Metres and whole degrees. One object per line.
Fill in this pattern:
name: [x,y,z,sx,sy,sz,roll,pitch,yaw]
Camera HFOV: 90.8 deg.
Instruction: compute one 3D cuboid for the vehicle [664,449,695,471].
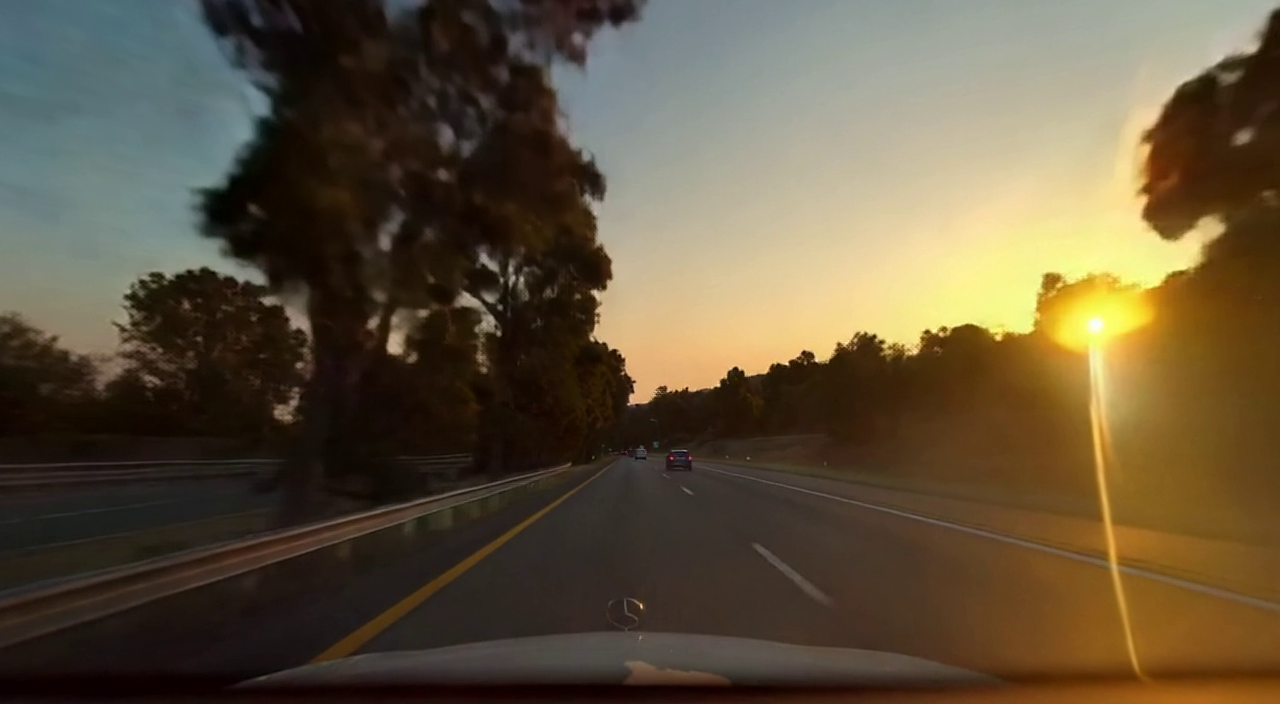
vehicle: [2.831,7.868,45.974,1.870,1.486,3.858,0,-9,-2]
